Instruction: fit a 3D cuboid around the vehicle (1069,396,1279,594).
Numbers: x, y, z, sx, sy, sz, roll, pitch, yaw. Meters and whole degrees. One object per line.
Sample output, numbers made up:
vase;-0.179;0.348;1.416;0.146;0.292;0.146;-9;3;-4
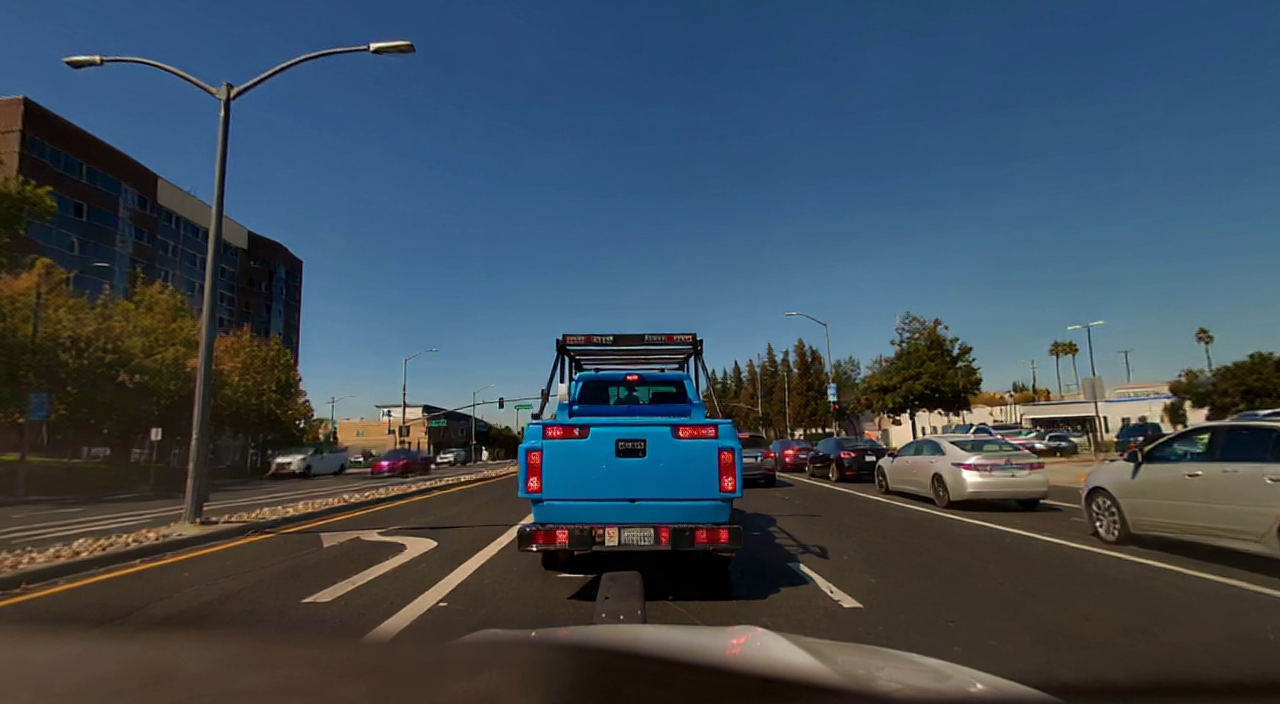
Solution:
vehicle;6.813;1.361;6.171;2.023;1.771;4.488;0;-9;0

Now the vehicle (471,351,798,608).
vehicle;-0.095;1.467;8.159;2.682;2.117;5.706;0;-9;-1

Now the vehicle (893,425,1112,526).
vehicle;7.066;2.436;12.974;1.931;1.692;4.267;0;-9;0

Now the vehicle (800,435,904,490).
vehicle;7.068;3.731;21.607;1.953;1.665;4.327;0;-9;-2

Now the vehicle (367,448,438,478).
vehicle;-12.523;5.847;33.654;1.983;1.449;4.501;0;-9;0

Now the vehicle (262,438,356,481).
vehicle;-19.220;6.255;37.080;2.700;2.296;5.270;0;-9;-1
